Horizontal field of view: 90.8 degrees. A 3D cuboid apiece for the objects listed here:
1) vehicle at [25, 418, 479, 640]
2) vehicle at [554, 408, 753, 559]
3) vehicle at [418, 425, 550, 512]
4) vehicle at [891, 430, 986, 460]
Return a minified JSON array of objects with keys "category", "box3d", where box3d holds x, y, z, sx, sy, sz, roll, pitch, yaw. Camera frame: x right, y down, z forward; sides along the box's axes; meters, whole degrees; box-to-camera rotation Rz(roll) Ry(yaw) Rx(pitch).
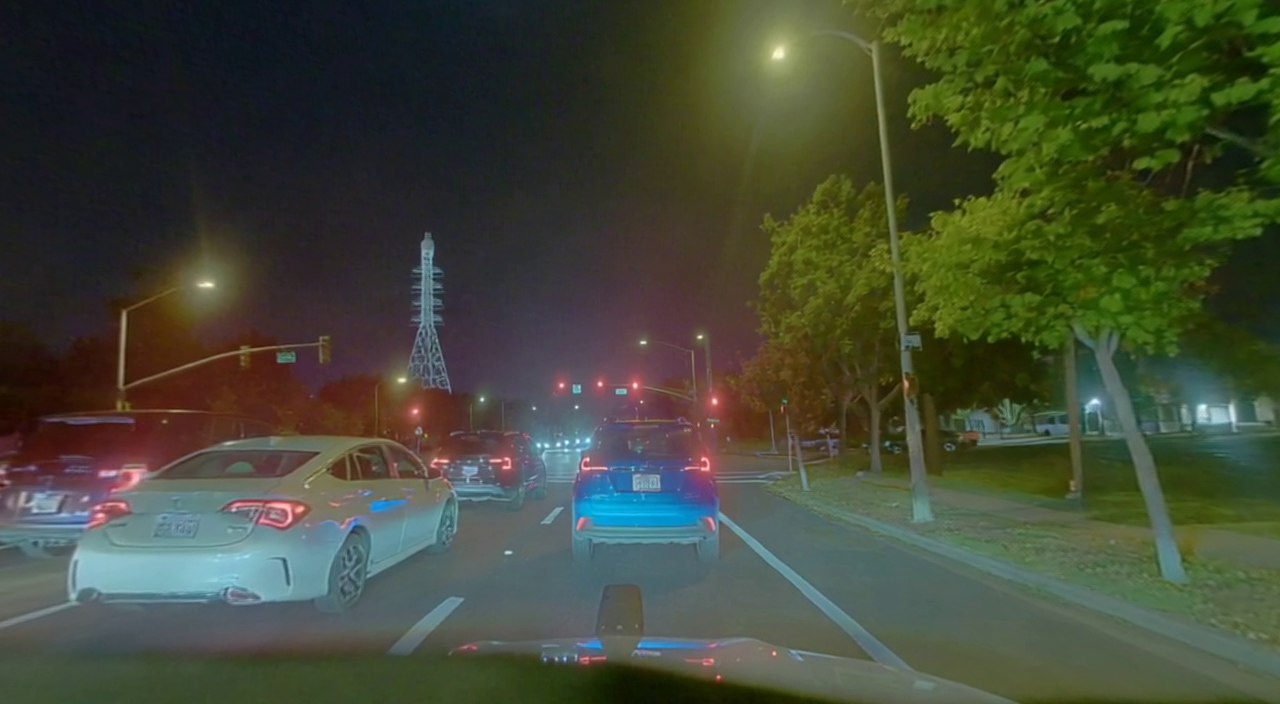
[{"category":"vehicle","box3d":[-3.185,1.515,6.550,1.973,1.469,4.448,0,-8,-1]},{"category":"vehicle","box3d":[0.094,1.783,9.291,2.239,1.661,4.224,0,-8,-2]},{"category":"vehicle","box3d":[-3.255,2.508,14.025,1.997,1.636,3.760,0,-8,-1]},{"category":"vehicle","box3d":[15.097,4.721,32.111,3.858,1.437,1.899,0,-8,-5]}]
